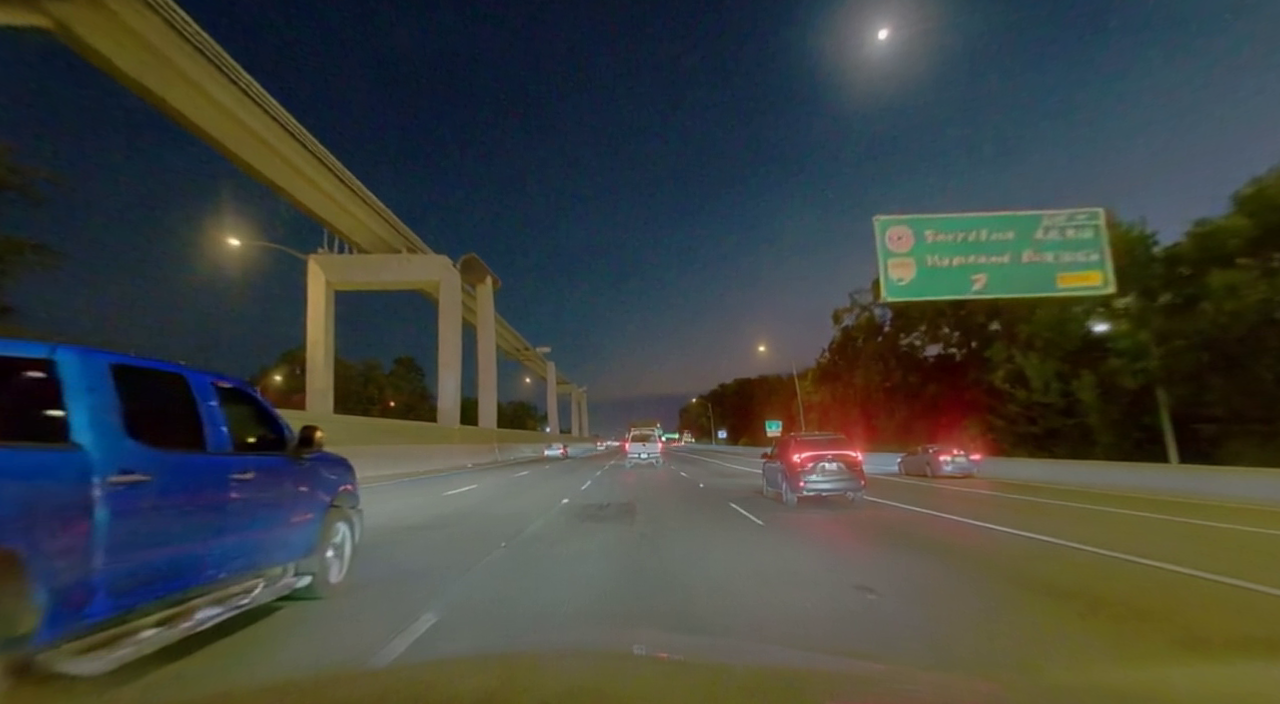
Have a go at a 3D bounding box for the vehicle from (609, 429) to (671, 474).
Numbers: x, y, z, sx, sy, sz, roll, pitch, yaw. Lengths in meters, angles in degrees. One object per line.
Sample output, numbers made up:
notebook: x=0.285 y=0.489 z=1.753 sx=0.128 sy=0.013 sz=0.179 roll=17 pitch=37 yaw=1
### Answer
vehicle: x=0.004 y=4.581 z=29.145 sx=2.572 sy=1.837 sz=5.693 roll=0 pitch=-9 yaw=0

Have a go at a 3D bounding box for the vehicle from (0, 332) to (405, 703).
vehicle: x=-3.657 y=1.002 z=3.724 sx=2.535 sy=1.715 sz=5.030 roll=0 pitch=-9 yaw=1

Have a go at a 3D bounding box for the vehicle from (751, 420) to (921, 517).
vehicle: x=3.759 y=2.319 z=13.002 sx=2.119 sy=1.653 sz=4.000 roll=0 pitch=-9 yaw=-1

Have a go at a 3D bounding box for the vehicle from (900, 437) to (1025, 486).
vehicle: x=10.831 y=3.697 z=21.640 sx=1.961 sy=1.480 sz=4.331 roll=0 pitch=-9 yaw=-1
